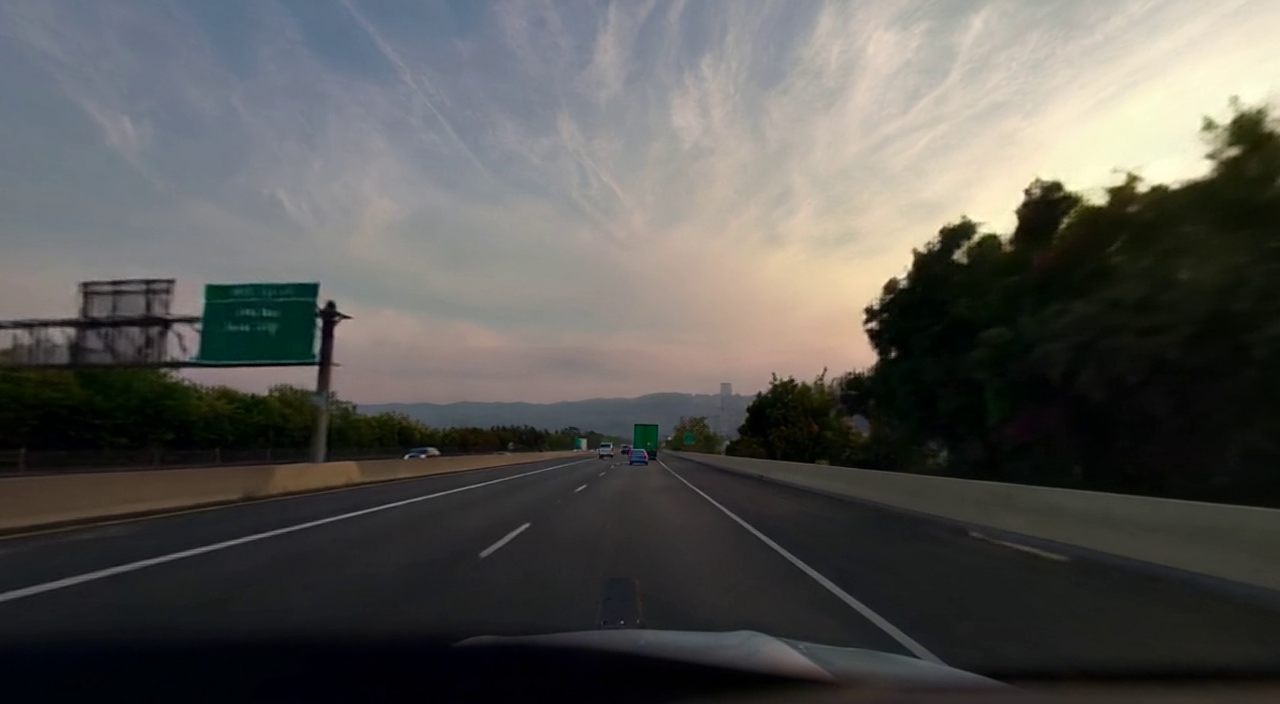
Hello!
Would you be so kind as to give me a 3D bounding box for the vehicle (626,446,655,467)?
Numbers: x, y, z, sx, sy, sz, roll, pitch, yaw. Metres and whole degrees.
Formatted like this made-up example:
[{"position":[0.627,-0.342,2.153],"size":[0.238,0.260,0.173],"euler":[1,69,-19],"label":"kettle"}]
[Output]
[{"position":[0.017,7.965,48.124],"size":[2.094,1.559,3.945],"euler":[0,-9,0],"label":"vehicle"}]
